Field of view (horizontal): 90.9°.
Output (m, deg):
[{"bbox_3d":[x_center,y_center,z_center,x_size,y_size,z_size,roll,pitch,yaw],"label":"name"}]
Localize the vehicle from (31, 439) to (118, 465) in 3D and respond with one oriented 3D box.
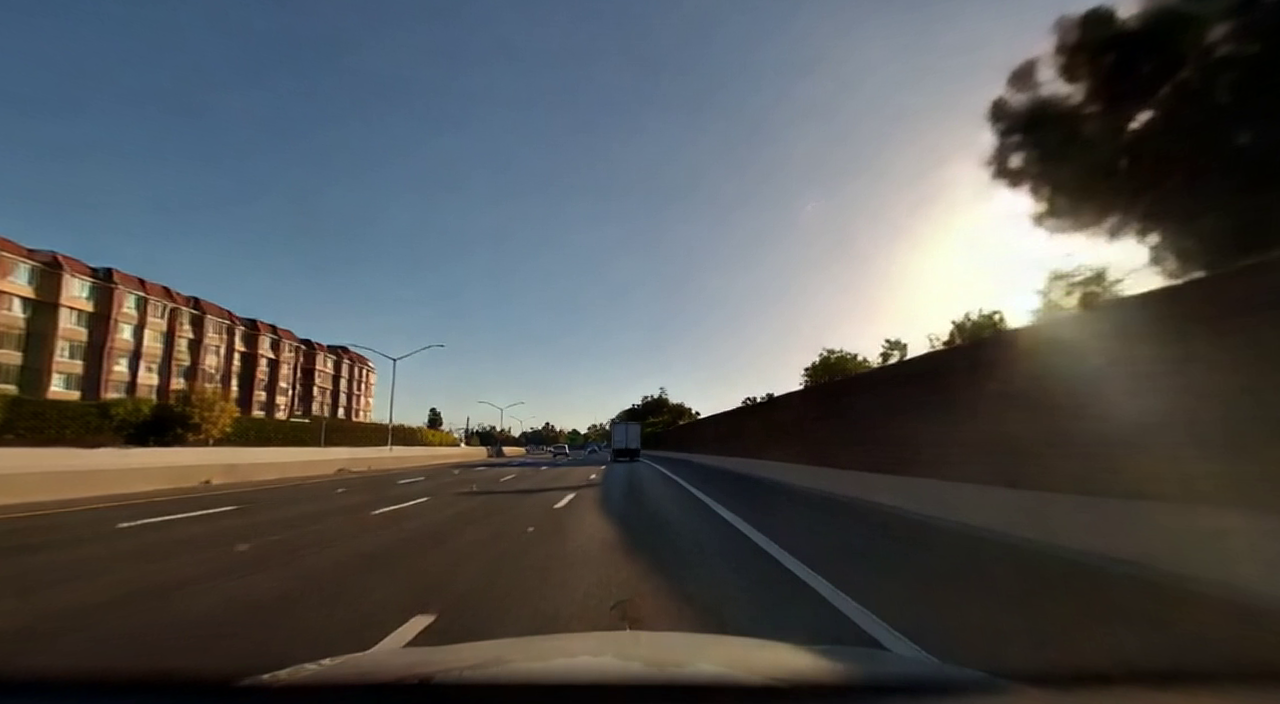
[{"bbox_3d":[-41.278,7.332,46.222,1.962,1.758,4.831,0,-9,-2],"label":"vehicle"}]
